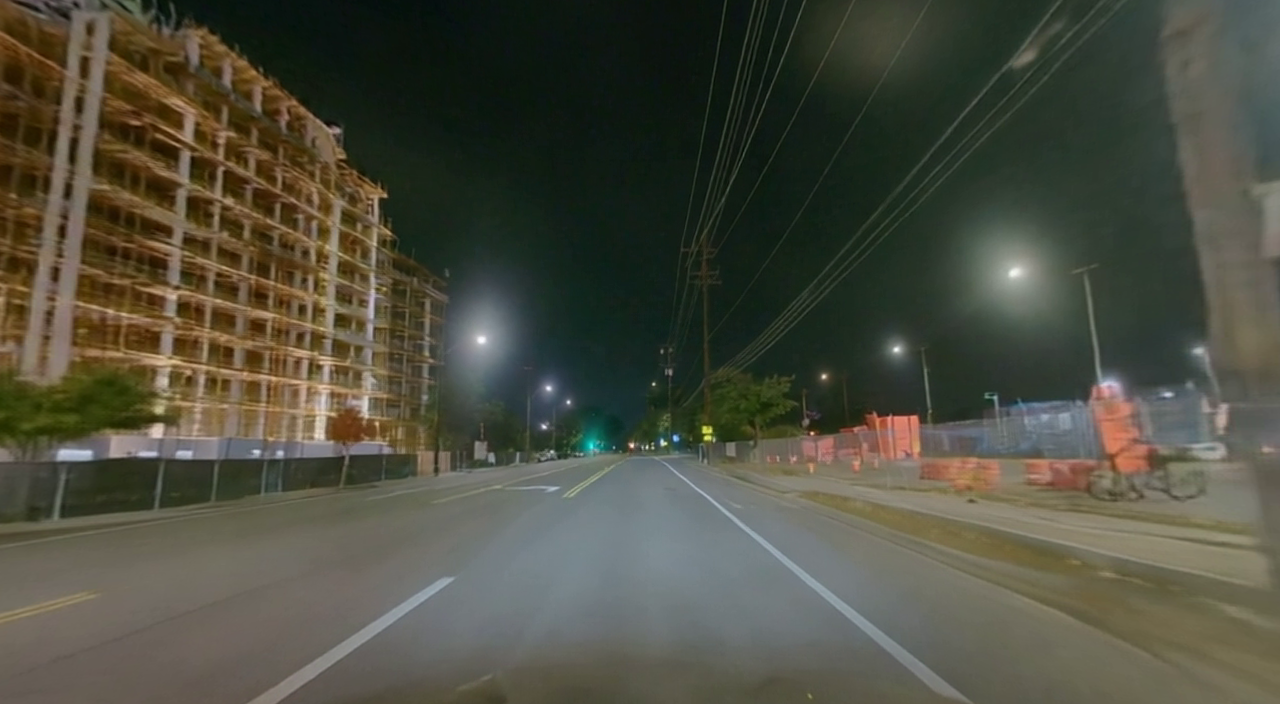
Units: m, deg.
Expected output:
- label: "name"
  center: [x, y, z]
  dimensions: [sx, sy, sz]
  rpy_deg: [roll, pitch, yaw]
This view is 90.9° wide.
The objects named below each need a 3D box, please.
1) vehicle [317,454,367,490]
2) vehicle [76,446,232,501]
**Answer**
- label: "vehicle"
  center: [-15.709, 6.239, 33.078]
  dimensions: [2.002, 1.683, 4.664]
  rpy_deg: [5, -11, -28]
- label: "vehicle"
  center: [-20.363, 5.092, 26.581]
  dimensions: [4.712, 1.927, 2.237]
  rpy_deg: [-3, -10, 0]
